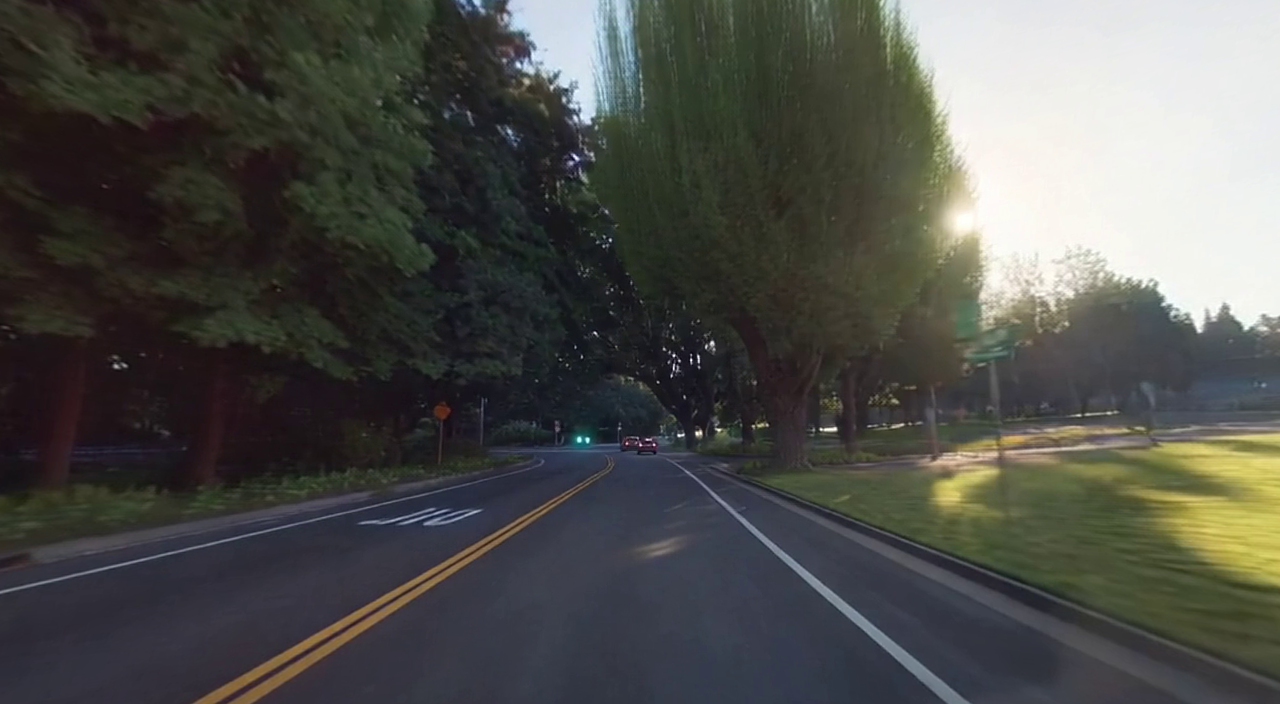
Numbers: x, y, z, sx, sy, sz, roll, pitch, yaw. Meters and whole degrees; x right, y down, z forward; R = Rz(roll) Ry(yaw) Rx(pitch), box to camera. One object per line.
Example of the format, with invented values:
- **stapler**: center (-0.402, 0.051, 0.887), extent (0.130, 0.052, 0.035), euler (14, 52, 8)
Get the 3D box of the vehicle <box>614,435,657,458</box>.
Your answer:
- **vehicle**: center (-0.369, 6.562, 43.872), extent (1.861, 1.511, 4.237), euler (2, -9, -17)
